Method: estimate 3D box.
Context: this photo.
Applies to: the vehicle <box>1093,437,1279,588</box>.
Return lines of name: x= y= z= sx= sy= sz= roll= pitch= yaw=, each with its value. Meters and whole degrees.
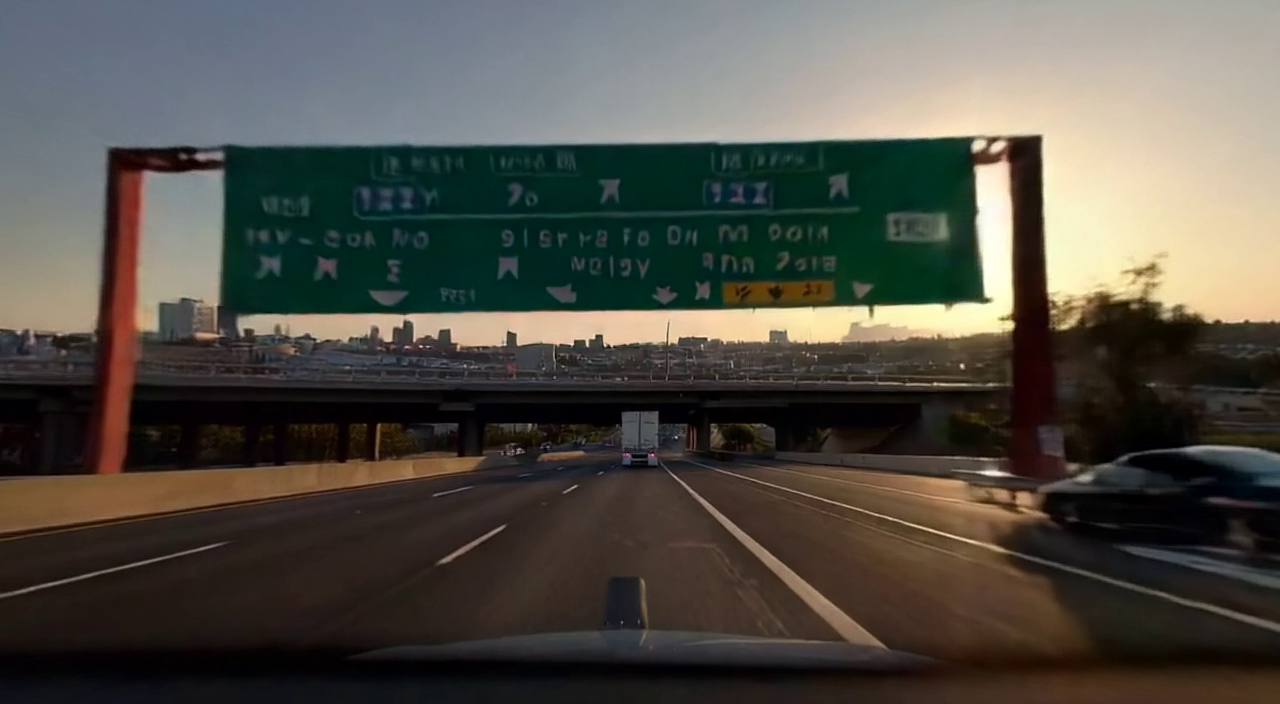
vehicle: x=7.257 y=1.720 z=7.072 sx=1.660 sy=1.497 sz=3.594 roll=0 pitch=-9 yaw=0
